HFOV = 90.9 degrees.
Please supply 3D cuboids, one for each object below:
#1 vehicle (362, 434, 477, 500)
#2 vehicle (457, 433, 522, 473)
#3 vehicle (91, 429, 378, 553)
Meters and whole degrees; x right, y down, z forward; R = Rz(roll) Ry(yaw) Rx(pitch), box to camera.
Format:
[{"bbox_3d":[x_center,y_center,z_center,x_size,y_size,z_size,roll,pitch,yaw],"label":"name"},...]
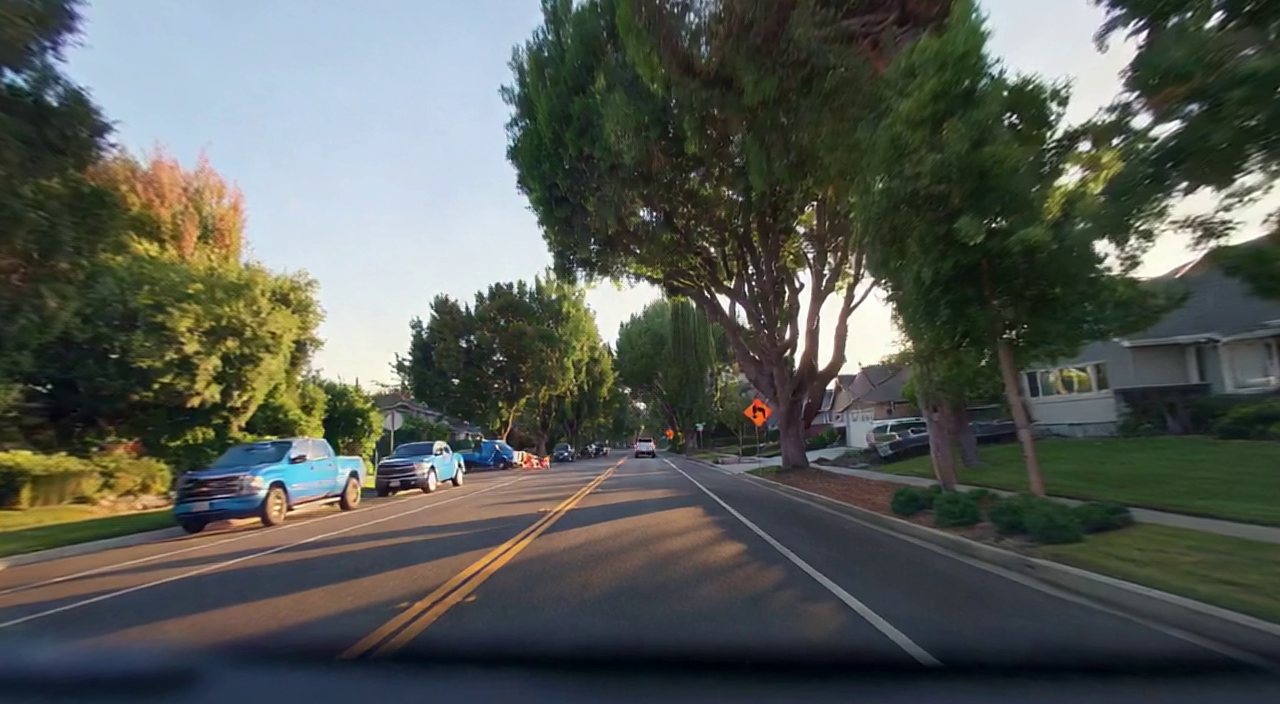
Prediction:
[{"bbox_3d":[-8.207,4.256,24.203,2.375,2.016,5.936,-4,-7,-1],"label":"vehicle"},{"bbox_3d":[-10.422,6.964,43.701,4.120,2.628,2.064,3,-9,-19],"label":"vehicle"},{"bbox_3d":[-8.200,2.739,13.738,2.375,1.923,5.790,-4,-7,1],"label":"vehicle"}]
